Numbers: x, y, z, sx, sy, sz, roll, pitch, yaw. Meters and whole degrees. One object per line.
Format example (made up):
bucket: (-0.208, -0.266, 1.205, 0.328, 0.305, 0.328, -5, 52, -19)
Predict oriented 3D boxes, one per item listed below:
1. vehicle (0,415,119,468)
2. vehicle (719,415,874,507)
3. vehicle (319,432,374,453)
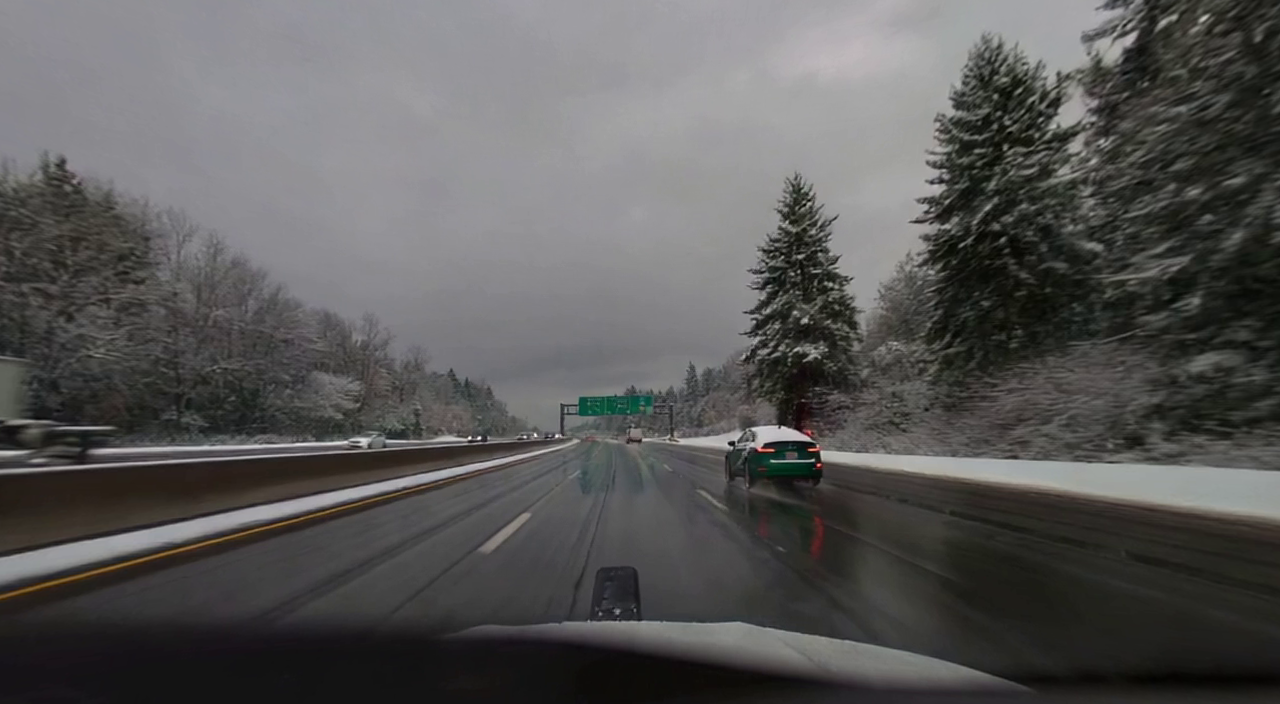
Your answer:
vehicle: (-20.138, 2.980, 20.926, 1.880, 1.575, 4.514, 0, -8, -2)
vehicle: (3.126, 2.286, 13.668, 2.107, 1.642, 4.331, 0, -8, -2)
vehicle: (-21.488, 6.648, 46.268, 1.908, 1.466, 4.672, 0, -8, -2)
